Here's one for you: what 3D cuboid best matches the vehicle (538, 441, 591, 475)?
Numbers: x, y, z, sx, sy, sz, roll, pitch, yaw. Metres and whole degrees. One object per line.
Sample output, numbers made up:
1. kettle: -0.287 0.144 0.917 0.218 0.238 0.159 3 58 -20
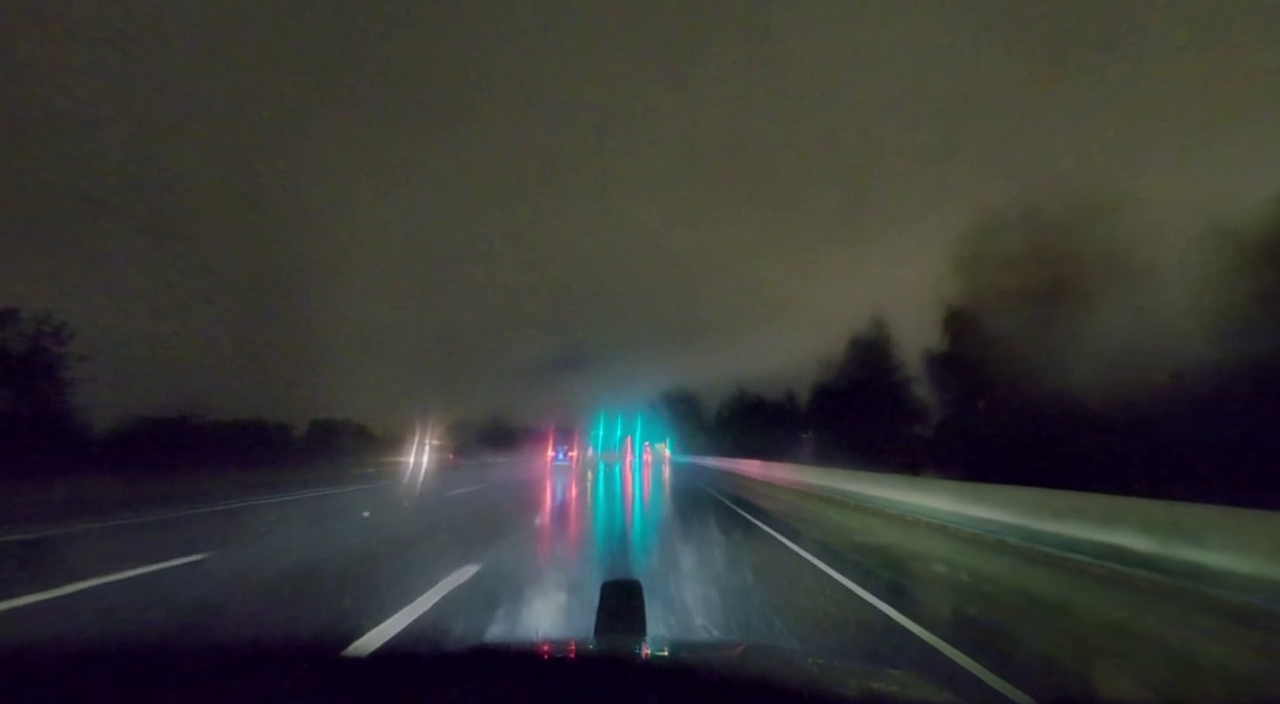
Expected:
1. vehicle: -4.153 5.947 35.705 2.272 1.759 5.058 0 -9 1
